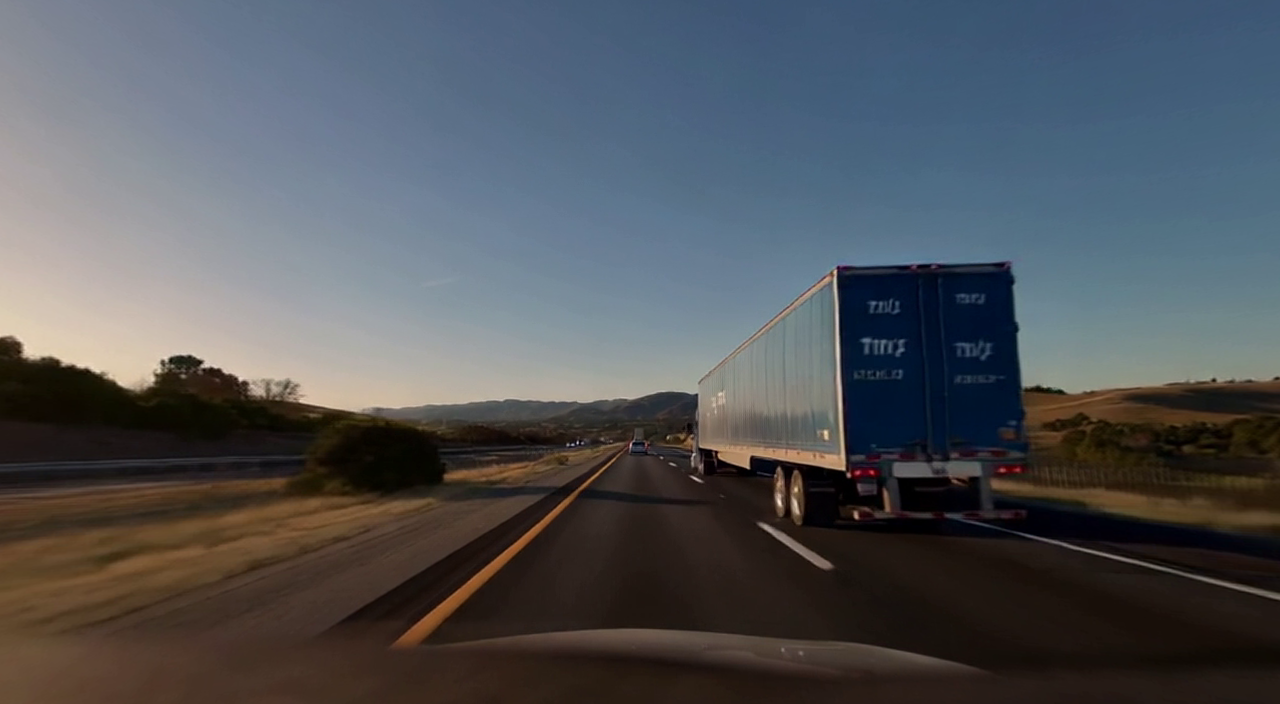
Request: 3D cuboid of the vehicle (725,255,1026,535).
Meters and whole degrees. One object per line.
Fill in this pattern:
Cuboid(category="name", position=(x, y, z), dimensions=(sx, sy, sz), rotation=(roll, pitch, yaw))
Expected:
Cuboid(category="vehicle", position=(4.221, 1.295, 14.536), dimensions=(3.039, 4.342, 9.556), rotation=(0, -8, -1))
